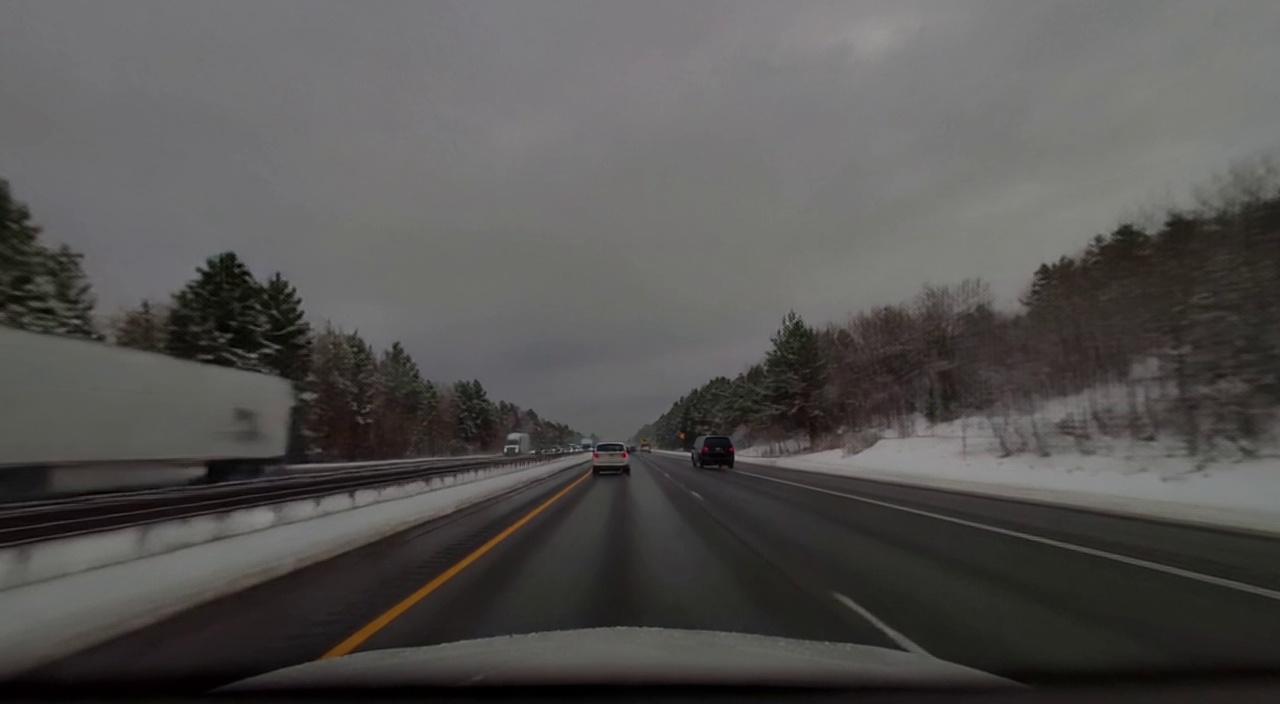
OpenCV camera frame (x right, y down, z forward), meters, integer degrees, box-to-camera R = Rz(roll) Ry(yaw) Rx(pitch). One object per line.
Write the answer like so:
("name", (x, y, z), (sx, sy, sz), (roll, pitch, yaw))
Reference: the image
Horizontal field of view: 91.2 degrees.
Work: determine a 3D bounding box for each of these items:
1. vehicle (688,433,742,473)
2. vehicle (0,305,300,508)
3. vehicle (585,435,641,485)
("vehicle", (3.838, 5.292, 33.019), (2.179, 1.930, 4.538), (0, -9, -1))
("vehicle", (-14.623, 1.802, 17.183), (2.913, 4.112, 13.955), (0, -9, -1))
("vehicle", (-0.975, 4.147, 24.232), (1.963, 1.711, 4.284), (0, -9, -1))
